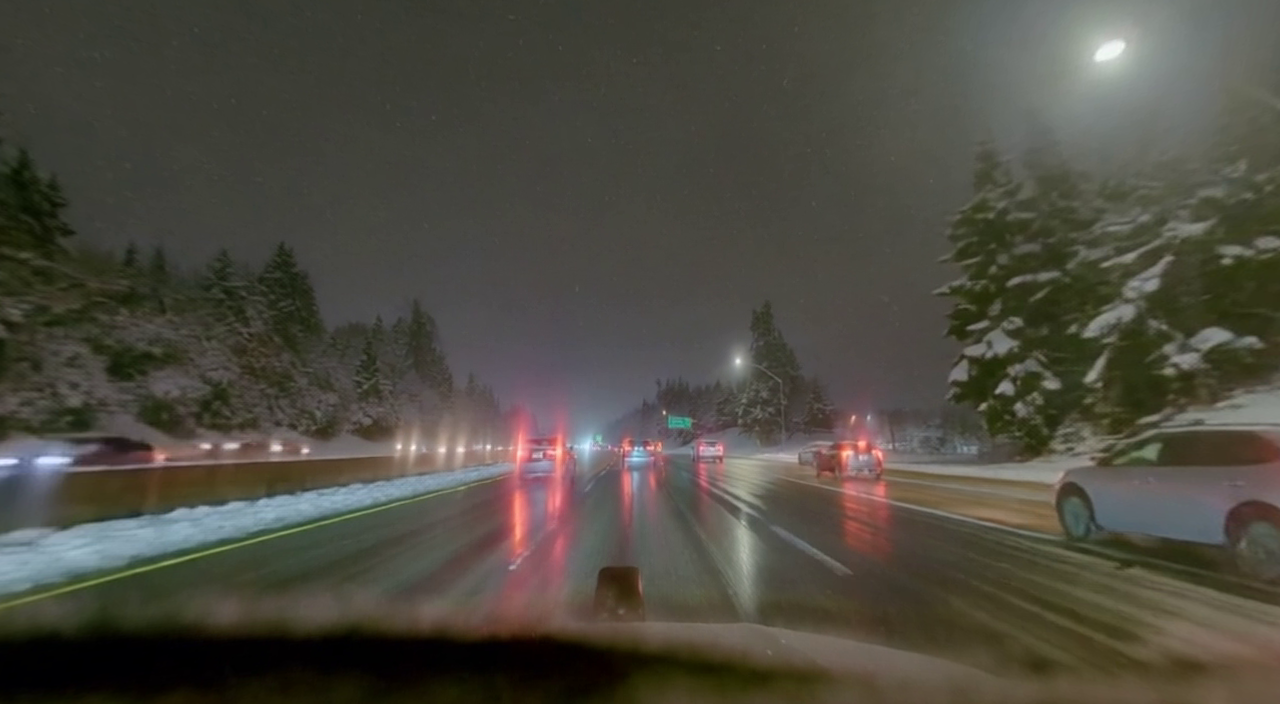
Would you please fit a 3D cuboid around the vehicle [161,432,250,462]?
[{"bbox_3d":[-25.711,5.643,37.458,1.947,1.682,4.606,0,-9,1],"label":"vehicle"}]

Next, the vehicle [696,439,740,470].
[{"bbox_3d":[4.457,5.925,36.666,2.022,1.682,4.226,0,-9,0],"label":"vehicle"}]

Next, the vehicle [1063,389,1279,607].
[{"bbox_3d":[5.970,1.156,5.003,2.041,1.669,4.712,0,-9,2],"label":"vehicle"}]

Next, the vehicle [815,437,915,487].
[{"bbox_3d":[7.748,3.806,22.089,1.989,1.569,3.964,0,-9,-1],"label":"vehicle"}]

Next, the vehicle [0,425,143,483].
[{"bbox_3d":[-18.007,3.051,18.997,1.992,1.524,4.843,0,-9,1],"label":"vehicle"}]

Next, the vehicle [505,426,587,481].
[{"bbox_3d":[-3.278,3.677,22.975,2.199,1.777,4.790,0,-9,1],"label":"vehicle"}]

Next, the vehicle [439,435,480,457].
[{"bbox_3d":[-14.211,7.448,49.830,1.885,1.593,4.292,0,-9,1],"label":"vehicle"}]

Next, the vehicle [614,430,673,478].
[{"bbox_3d":[0.134,4.074,25.224,2.181,1.728,3.970,0,-9,0],"label":"vehicle"}]
